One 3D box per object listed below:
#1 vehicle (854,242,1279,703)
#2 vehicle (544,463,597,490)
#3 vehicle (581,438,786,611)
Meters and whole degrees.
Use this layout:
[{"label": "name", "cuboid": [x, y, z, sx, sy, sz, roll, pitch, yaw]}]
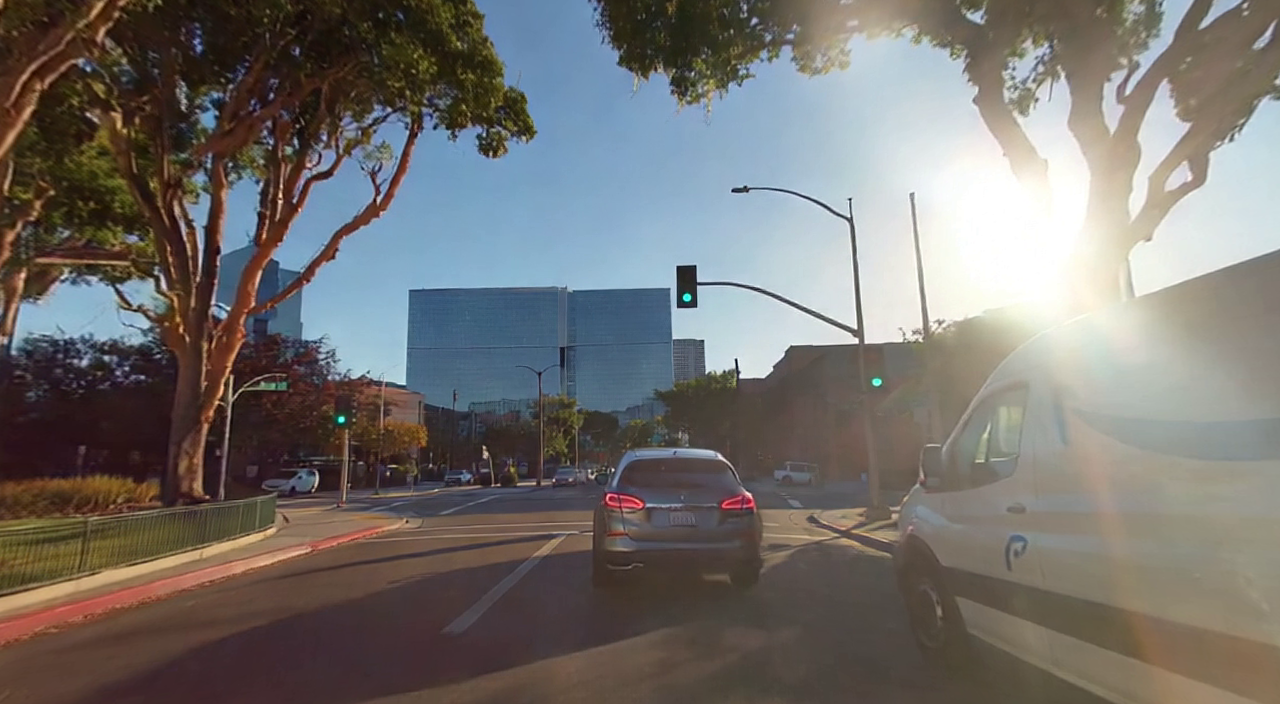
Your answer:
[{"label": "vehicle", "cuboid": [2.857, 0.853, 2.662, 2.054, 1.965, 5.248, 1, -11, 0]}, {"label": "vehicle", "cuboid": [-4.652, 8.494, 43.266, 1.993, 1.692, 4.675, -2, -11, 15]}, {"label": "vehicle", "cuboid": [0.350, 1.999, 7.931, 1.961, 1.629, 3.610, 1, -11, -2]}]
